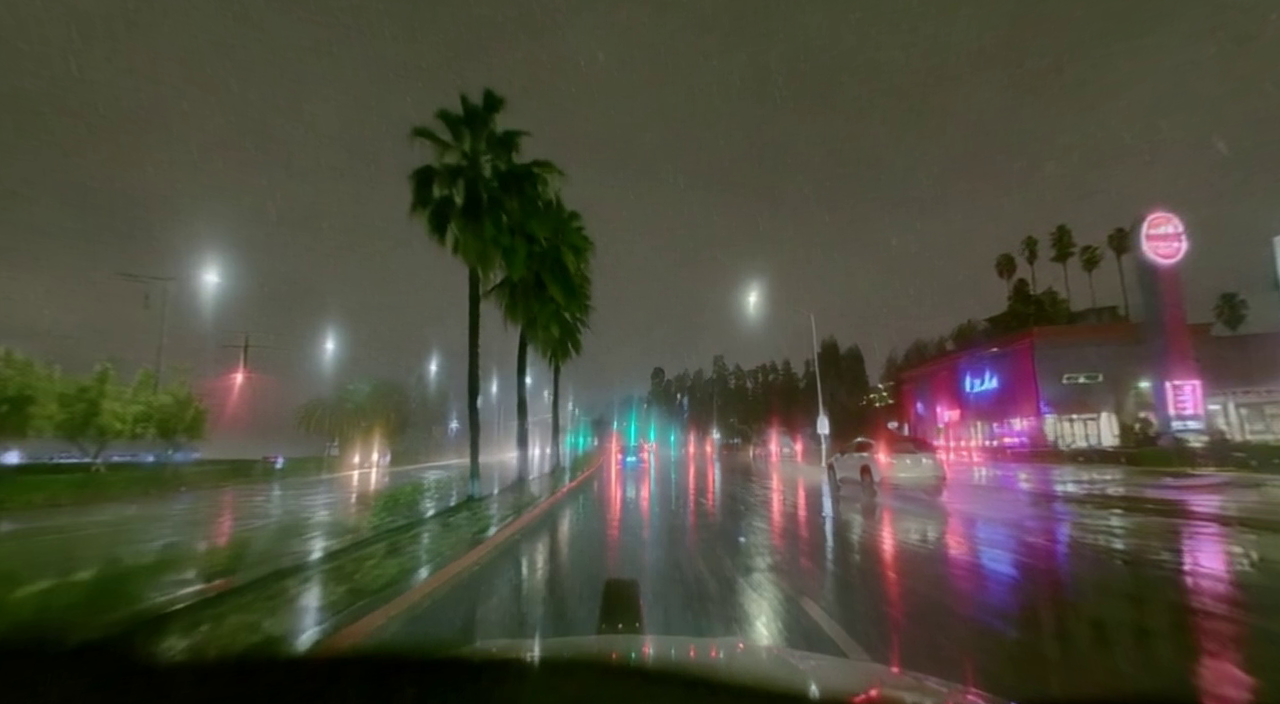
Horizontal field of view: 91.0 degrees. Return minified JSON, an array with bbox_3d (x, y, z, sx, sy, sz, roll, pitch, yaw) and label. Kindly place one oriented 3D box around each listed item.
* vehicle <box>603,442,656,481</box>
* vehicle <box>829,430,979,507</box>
[{"bbox_3d":[-0.401,4.354,25.300,1.970,1.402,3.756,0,-8,-1],"label":"vehicle"},{"bbox_3d":[6.350,2.826,15.713,1.949,1.647,3.894,0,-8,-2],"label":"vehicle"}]
